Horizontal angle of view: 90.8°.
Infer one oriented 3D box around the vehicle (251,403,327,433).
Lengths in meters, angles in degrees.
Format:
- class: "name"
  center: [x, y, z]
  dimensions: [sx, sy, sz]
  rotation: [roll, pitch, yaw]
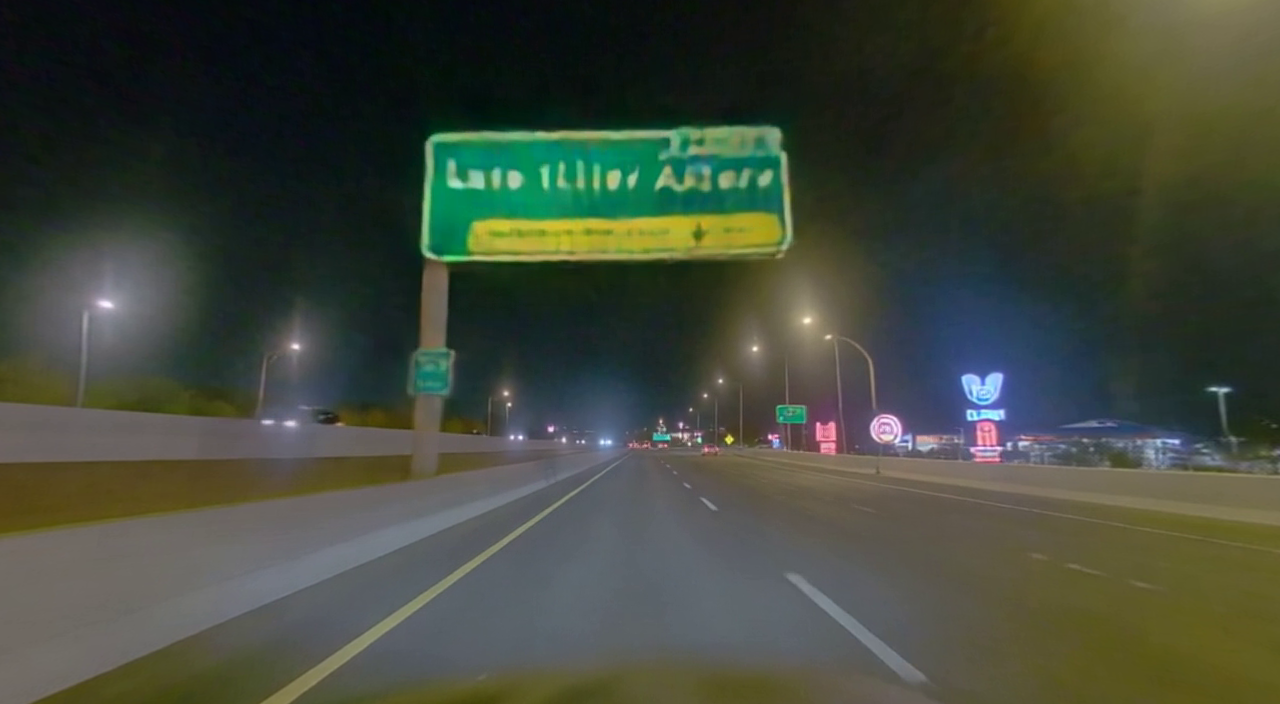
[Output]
- class: "vehicle"
  center: [-20.846, 4.005, 37.709]
  dimensions: [1.865, 1.546, 4.501]
  rotation: [0, -8, 1]
